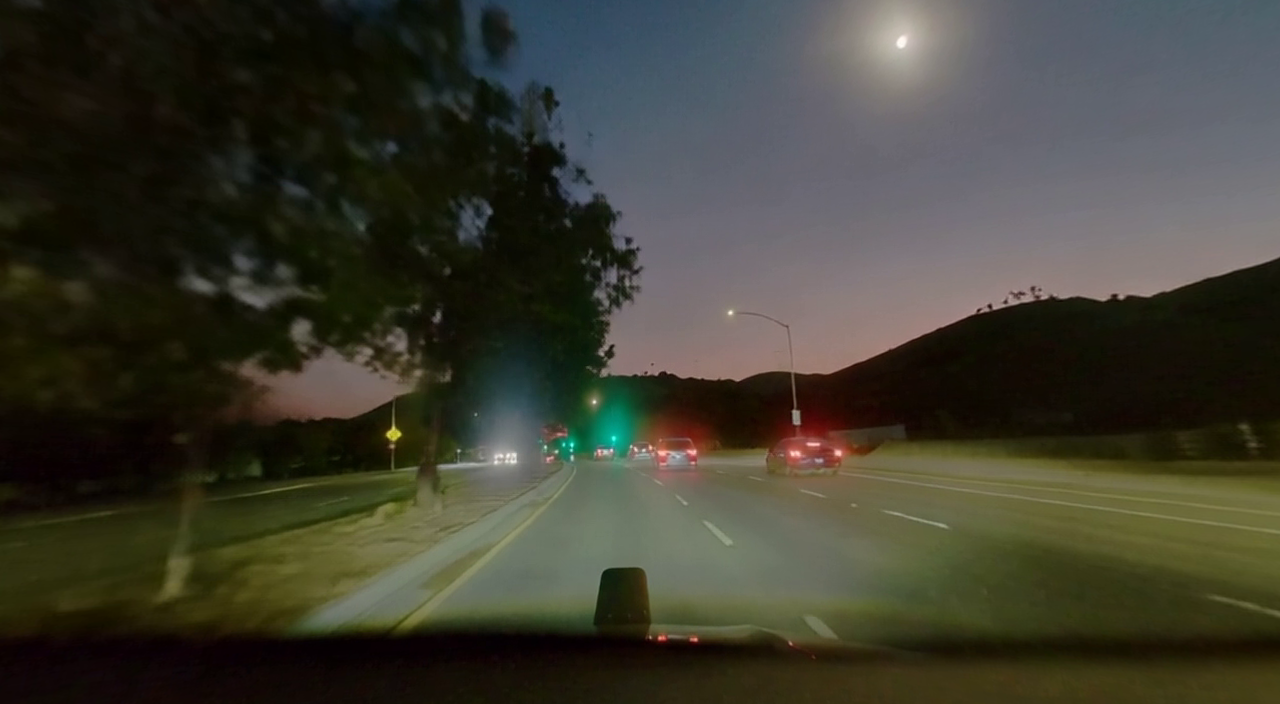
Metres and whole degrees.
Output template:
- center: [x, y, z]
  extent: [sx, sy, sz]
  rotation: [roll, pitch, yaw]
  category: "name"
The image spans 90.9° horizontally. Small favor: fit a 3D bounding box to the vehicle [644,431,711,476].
- center: [1.516, 4.400, 27.483]
  extent: [2.253, 1.756, 4.313]
  rotation: [1, -8, -5]
  category: "vehicle"
